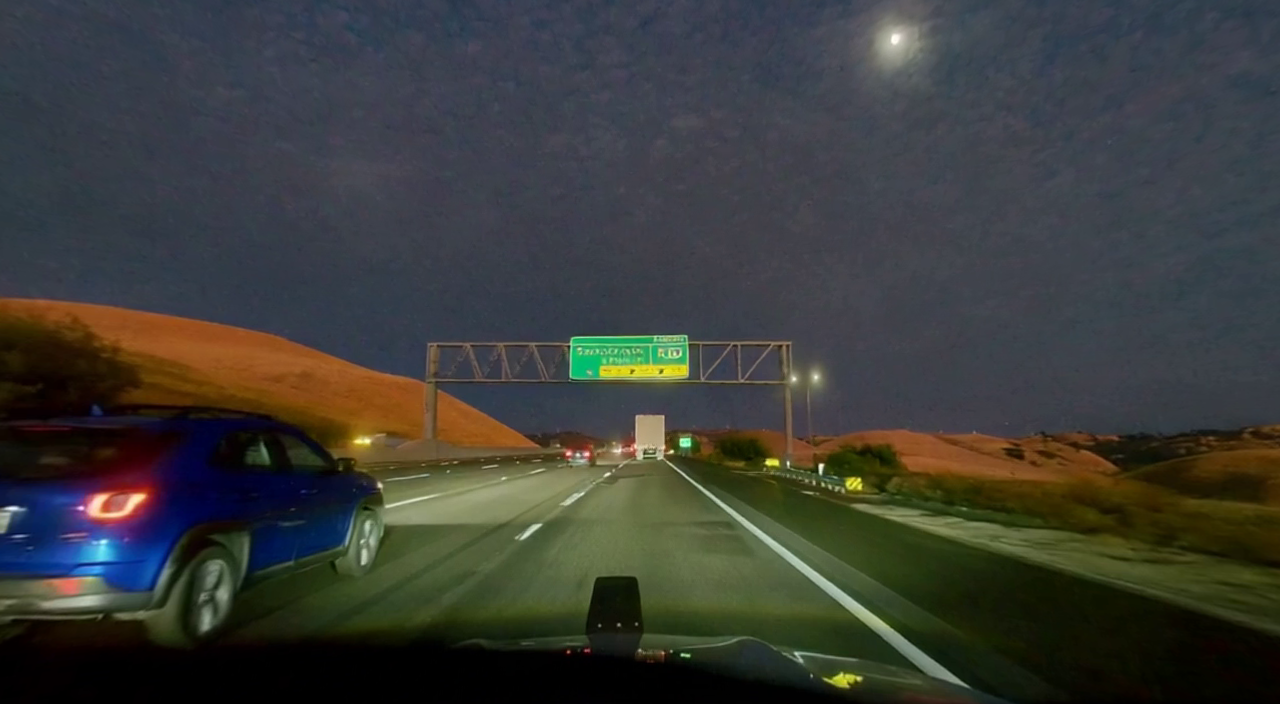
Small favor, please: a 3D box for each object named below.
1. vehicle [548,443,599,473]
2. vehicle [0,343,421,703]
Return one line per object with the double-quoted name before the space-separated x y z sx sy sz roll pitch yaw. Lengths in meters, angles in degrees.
"vehicle" -3.477 5.657 33.724 2.101 1.476 4.471 0 -9 1
"vehicle" -3.680 1.160 4.847 2.194 1.725 4.698 0 -9 1
